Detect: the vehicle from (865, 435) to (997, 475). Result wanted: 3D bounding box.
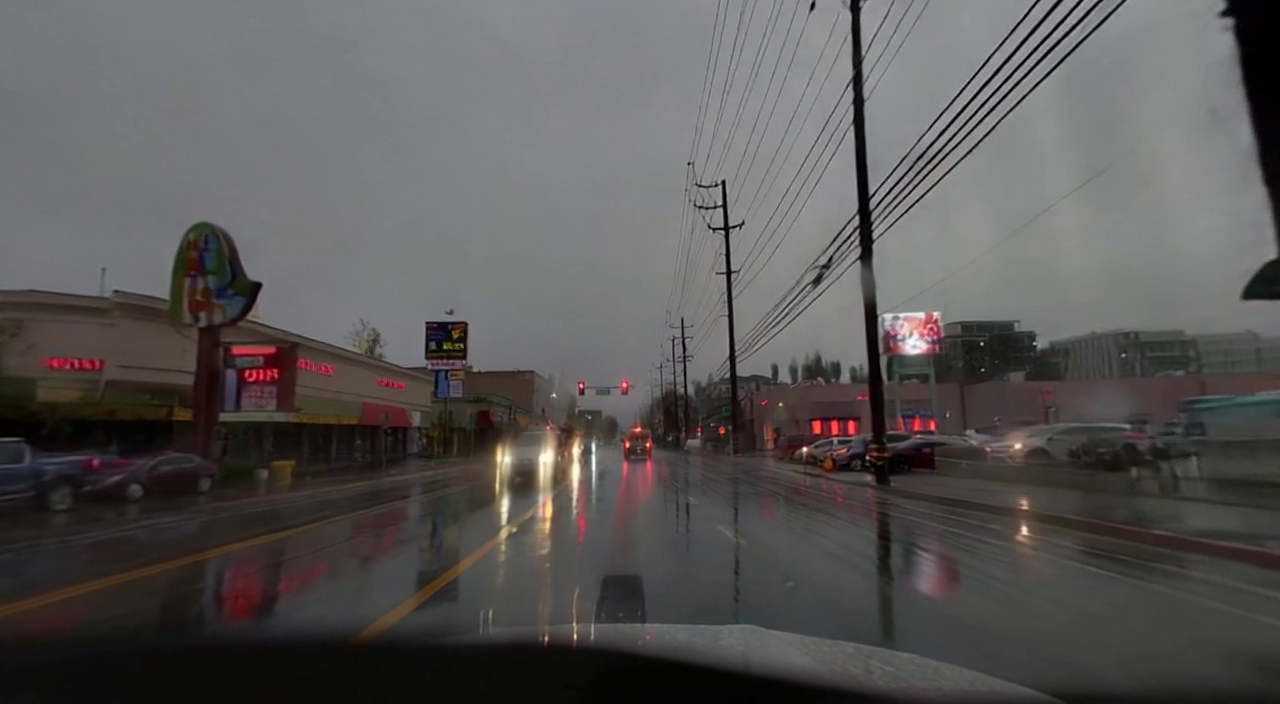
[{"bbox_3d":[11.327,4.044,24.854,4.238,1.464,1.862,-1,-9,2],"label":"vehicle"}]

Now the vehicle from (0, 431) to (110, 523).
[{"bbox_3d":[-13.875,2.535,12.790,2.044,1.830,4.800,-1,-8,1],"label":"vehicle"}]

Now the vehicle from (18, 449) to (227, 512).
[{"bbox_3d":[-14.295,3.521,17.897,1.960,1.503,4.505,-1,-9,3],"label":"vehicle"}]

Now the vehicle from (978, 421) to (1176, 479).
[{"bbox_3d":[15.011,3.383,21.937,5.307,1.877,2.052,0,-8,-1],"label":"vehicle"}]

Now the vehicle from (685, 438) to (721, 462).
[{"bbox_3d":[4.158,6.599,42.606,1.926,1.482,4.442,0,-8,0],"label":"vehicle"}]

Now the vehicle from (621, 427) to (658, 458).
[{"bbox_3d":[-0.004,7.170,49.873,2.683,2.295,6.404,0,-8,1],"label":"vehicle"}]

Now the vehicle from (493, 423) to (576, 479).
[{"bbox_3d":[-3.912,3.820,24.557,2.277,1.904,5.583,0,-8,0],"label":"vehicle"}]
